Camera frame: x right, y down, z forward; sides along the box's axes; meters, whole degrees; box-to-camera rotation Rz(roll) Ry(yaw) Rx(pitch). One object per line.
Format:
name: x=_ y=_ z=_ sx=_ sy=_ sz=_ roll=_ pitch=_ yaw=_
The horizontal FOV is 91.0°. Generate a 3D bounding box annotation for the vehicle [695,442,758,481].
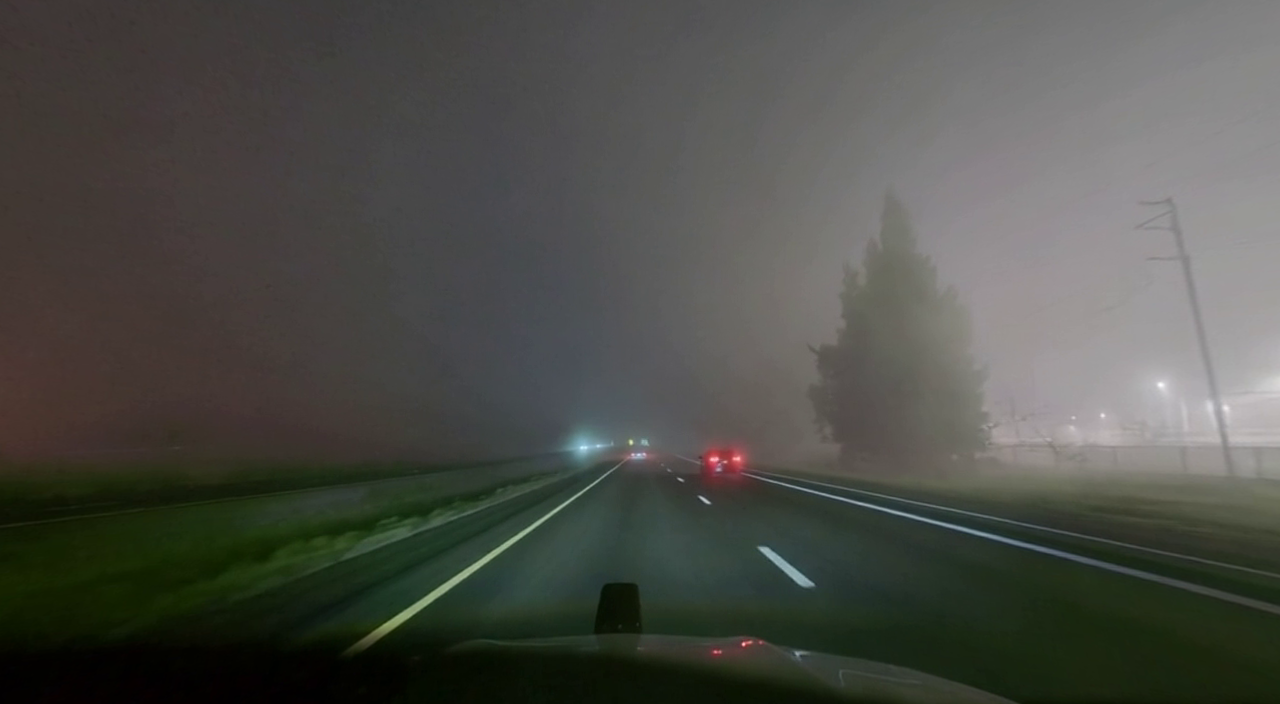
vehicle: x=3.701 y=4.760 z=27.650 sx=2.115 sy=1.522 sz=4.330 roll=0 pitch=-9 yaw=0
